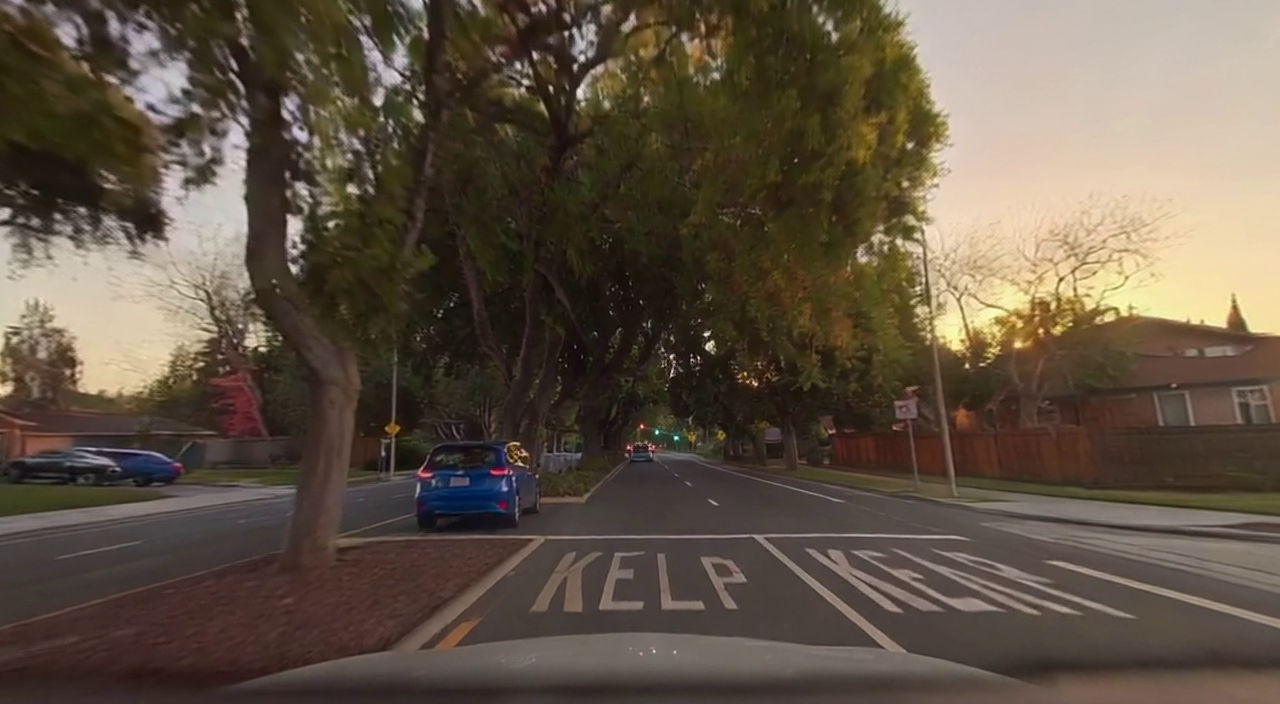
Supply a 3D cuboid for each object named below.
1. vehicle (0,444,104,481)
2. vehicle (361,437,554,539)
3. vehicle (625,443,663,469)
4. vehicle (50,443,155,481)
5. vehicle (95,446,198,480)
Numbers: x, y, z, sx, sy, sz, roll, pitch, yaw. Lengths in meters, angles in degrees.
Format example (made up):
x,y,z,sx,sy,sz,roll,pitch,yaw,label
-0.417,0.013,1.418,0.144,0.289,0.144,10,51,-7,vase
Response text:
x,y,z,sx,sy,sz,roll,pitch,yaw,label
-29.287,5.462,31.356,1.838,1.685,3.766,0,-8,0,vehicle
-3.043,2.390,11.864,2.158,1.469,4.909,0,-8,0,vehicle
0.240,6.436,39.318,2.226,1.505,4.128,0,-8,0,vehicle
-26.367,5.366,31.082,1.919,1.701,3.695,0,-8,-2,vehicle
-23.821,5.359,30.626,1.894,1.508,3.783,0,-8,0,vehicle
